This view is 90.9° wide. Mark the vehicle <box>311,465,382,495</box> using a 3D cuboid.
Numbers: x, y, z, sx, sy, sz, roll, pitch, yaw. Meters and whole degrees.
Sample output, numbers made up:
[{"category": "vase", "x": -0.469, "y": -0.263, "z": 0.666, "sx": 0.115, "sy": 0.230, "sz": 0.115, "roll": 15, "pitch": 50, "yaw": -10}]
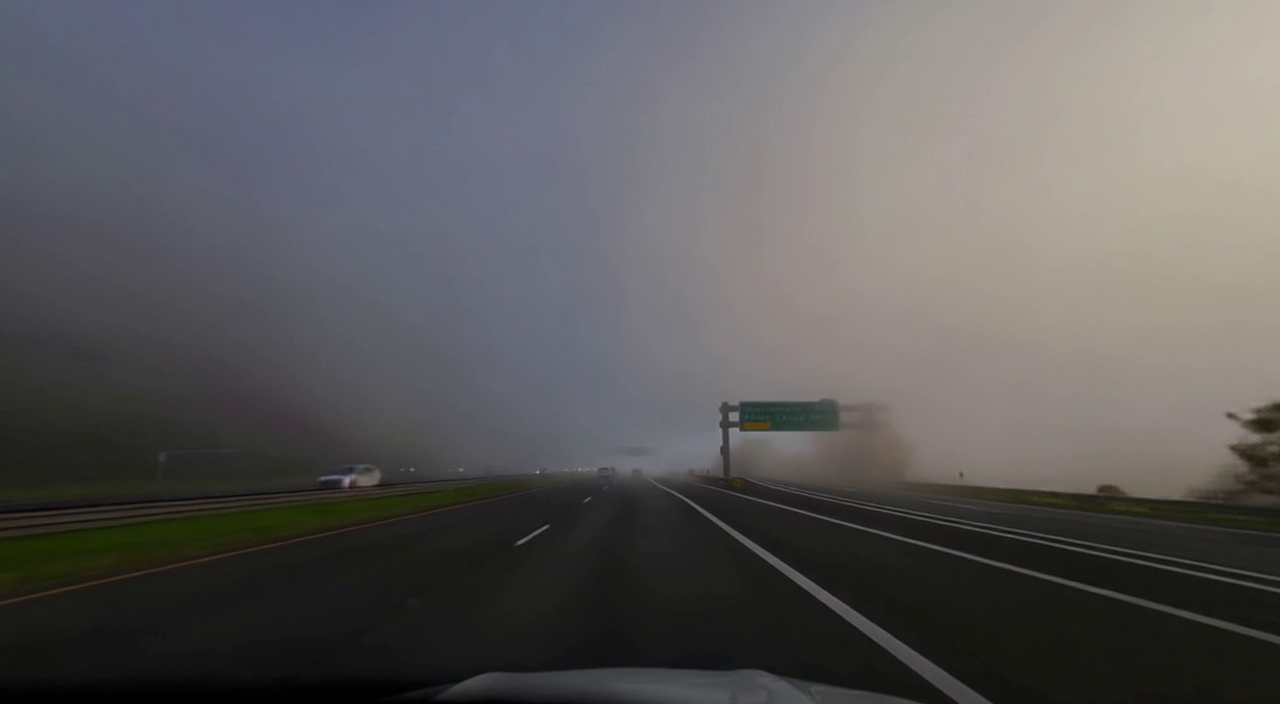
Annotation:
[{"category": "vehicle", "x": -15.523, "y": 6.799, "z": 33.534, "sx": 1.810, "sy": 1.456, "sz": 3.959, "roll": 1, "pitch": -10, "yaw": 1}]
